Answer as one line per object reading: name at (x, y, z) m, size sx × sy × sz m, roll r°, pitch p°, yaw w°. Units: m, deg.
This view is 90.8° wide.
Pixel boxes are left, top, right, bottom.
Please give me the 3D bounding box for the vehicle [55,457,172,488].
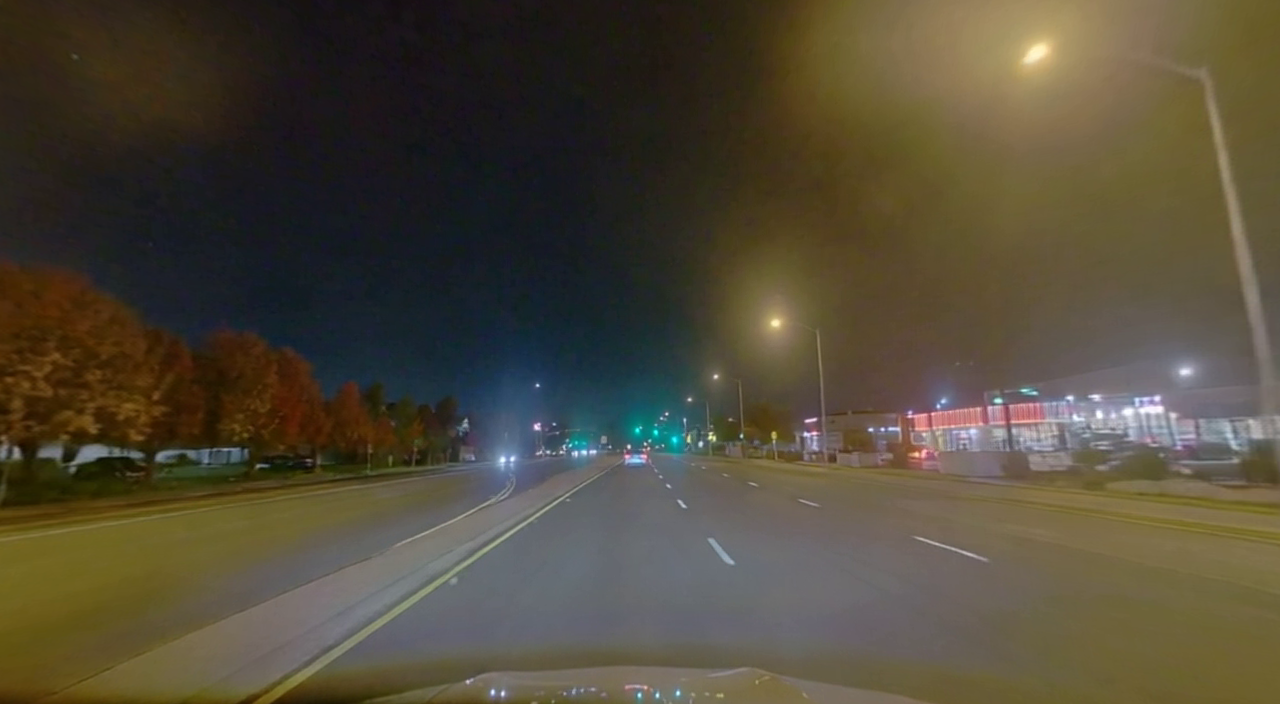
vehicle at (-31.059, 7.109, 37.412) m, size 4.919 × 1.720 × 2.217 m, roll 0°, pitch -9°, yaw 1°
